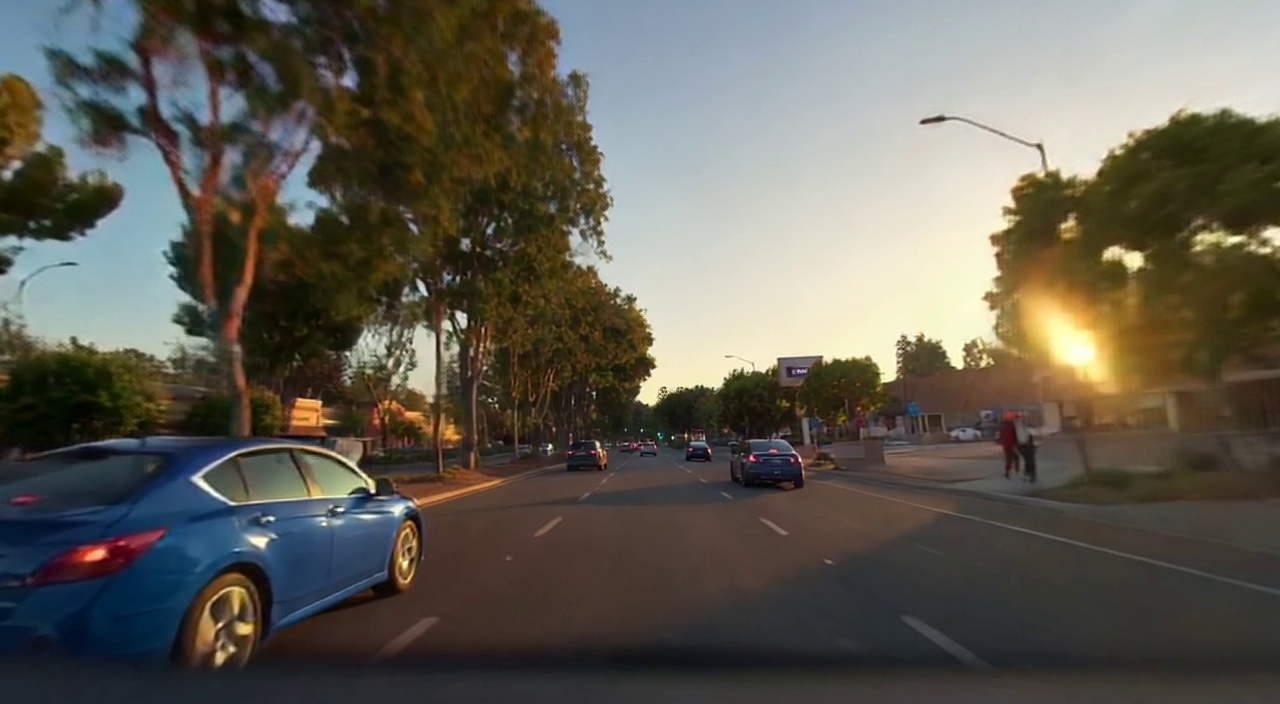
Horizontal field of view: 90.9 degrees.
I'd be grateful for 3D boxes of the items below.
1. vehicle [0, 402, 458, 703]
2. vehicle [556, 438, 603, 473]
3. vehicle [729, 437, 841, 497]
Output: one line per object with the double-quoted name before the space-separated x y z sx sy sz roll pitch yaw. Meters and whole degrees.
"vehicle" -2.990 1.218 4.124 2.082 1.460 4.922 0 -8 1
"vehicle" -3.134 5.461 33.569 1.981 1.731 4.360 0 -8 1
"vehicle" 3.966 3.232 18.149 2.036 1.480 4.659 0 -8 -1
